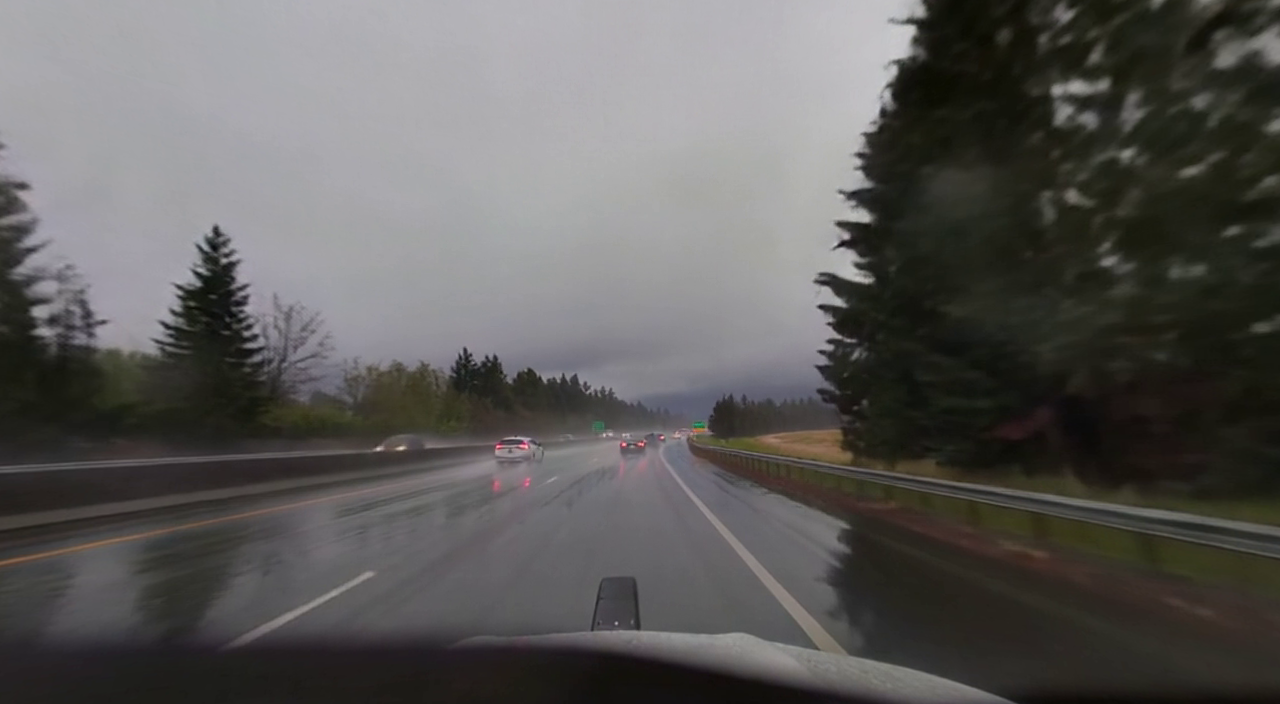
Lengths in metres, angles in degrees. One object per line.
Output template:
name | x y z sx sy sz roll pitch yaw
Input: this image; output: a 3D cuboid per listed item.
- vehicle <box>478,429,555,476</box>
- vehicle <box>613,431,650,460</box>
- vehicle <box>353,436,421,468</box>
vehicle | -4.760 3.939 24.894 2.075 1.653 4.317 -1 -8 1
vehicle | -0.531 5.706 38.296 2.146 1.636 4.026 0 -8 -1
vehicle | -13.425 5.330 33.671 1.953 1.575 4.181 -1 -8 0
